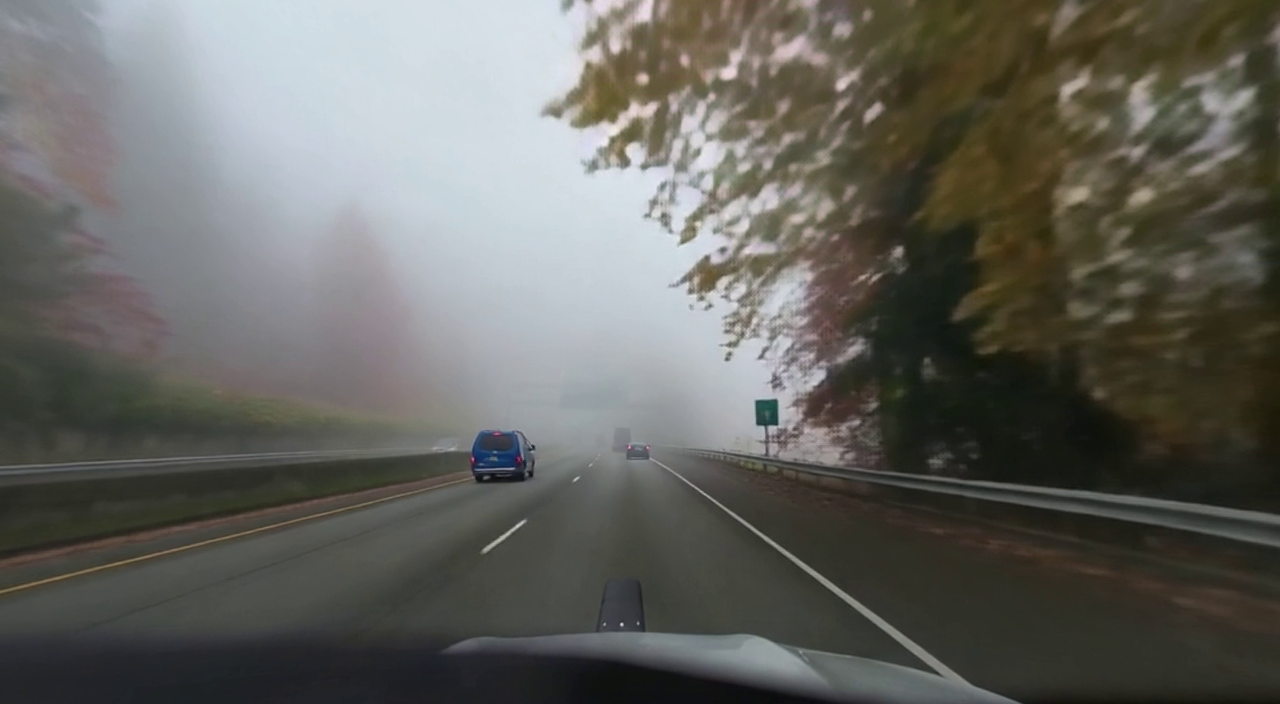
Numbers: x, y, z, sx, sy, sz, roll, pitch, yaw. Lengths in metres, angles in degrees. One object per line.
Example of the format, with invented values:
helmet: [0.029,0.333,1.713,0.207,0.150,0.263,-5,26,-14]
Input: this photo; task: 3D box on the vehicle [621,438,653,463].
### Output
vehicle: [-0.209,6.242,39.961,1.939,1.497,3.863,0,-8,-1]

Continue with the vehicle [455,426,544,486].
vehicle: [-4.411,3.325,20.443,1.924,1.720,4.195,0,-8,0]
